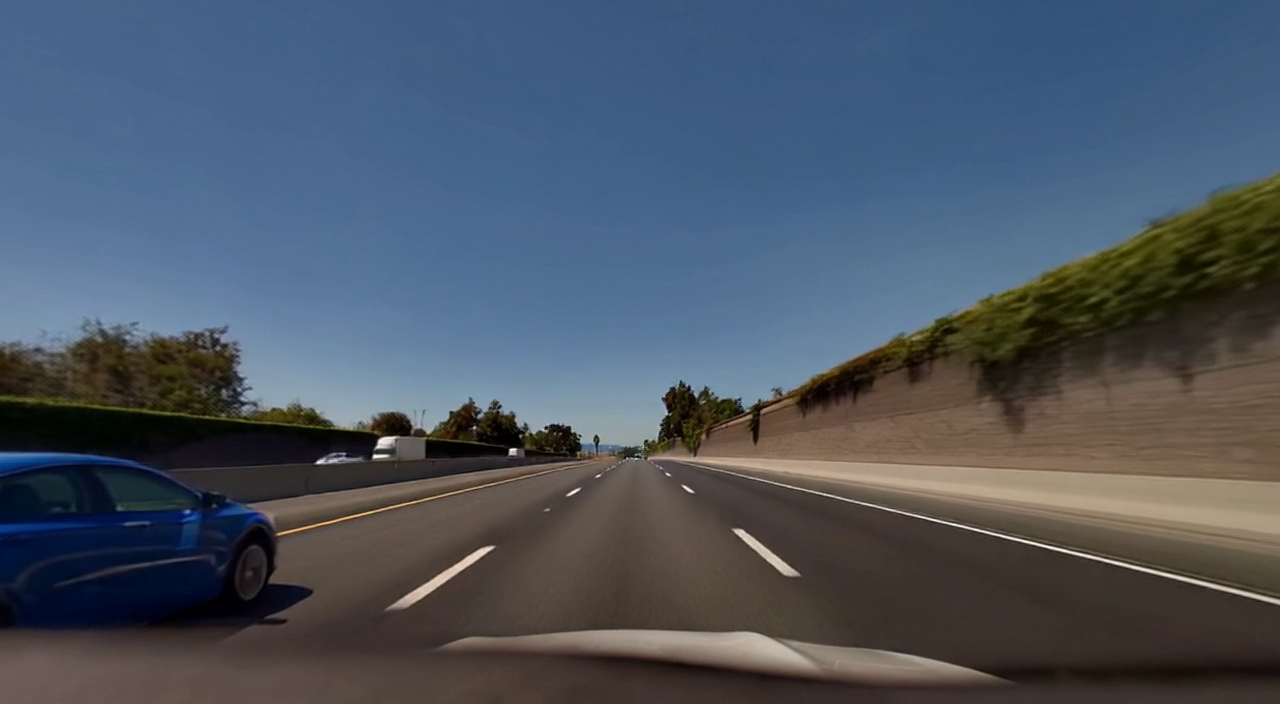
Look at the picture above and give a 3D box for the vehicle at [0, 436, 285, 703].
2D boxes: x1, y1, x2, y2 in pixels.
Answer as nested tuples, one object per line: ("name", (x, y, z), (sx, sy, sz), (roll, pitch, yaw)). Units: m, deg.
("vehicle", (-3.941, 1.192, 3.273), (1.935, 1.479, 3.787), (0, -9, 1))
